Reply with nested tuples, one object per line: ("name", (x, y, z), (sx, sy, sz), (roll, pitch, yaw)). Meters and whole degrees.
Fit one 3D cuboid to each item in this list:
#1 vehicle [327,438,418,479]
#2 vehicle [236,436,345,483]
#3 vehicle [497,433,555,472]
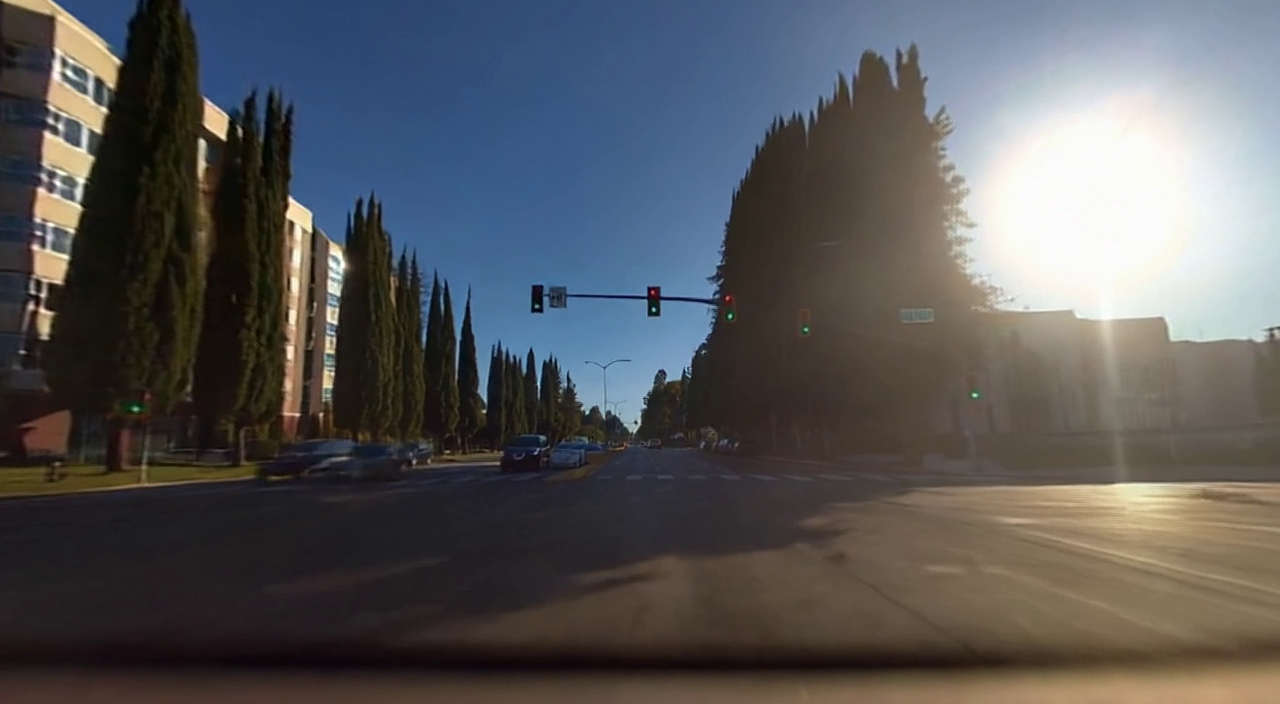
("vehicle", (-11.861, 4.739, 28.406), (2.041, 1.654, 4.605), (0, -8, 0))
("vehicle", (-15.723, 4.829, 28.824), (2.164, 1.920, 4.896), (0, -8, 0))
("vehicle", (-5.520, 4.928, 31.099), (2.098, 1.789, 4.338), (0, -9, -1))
